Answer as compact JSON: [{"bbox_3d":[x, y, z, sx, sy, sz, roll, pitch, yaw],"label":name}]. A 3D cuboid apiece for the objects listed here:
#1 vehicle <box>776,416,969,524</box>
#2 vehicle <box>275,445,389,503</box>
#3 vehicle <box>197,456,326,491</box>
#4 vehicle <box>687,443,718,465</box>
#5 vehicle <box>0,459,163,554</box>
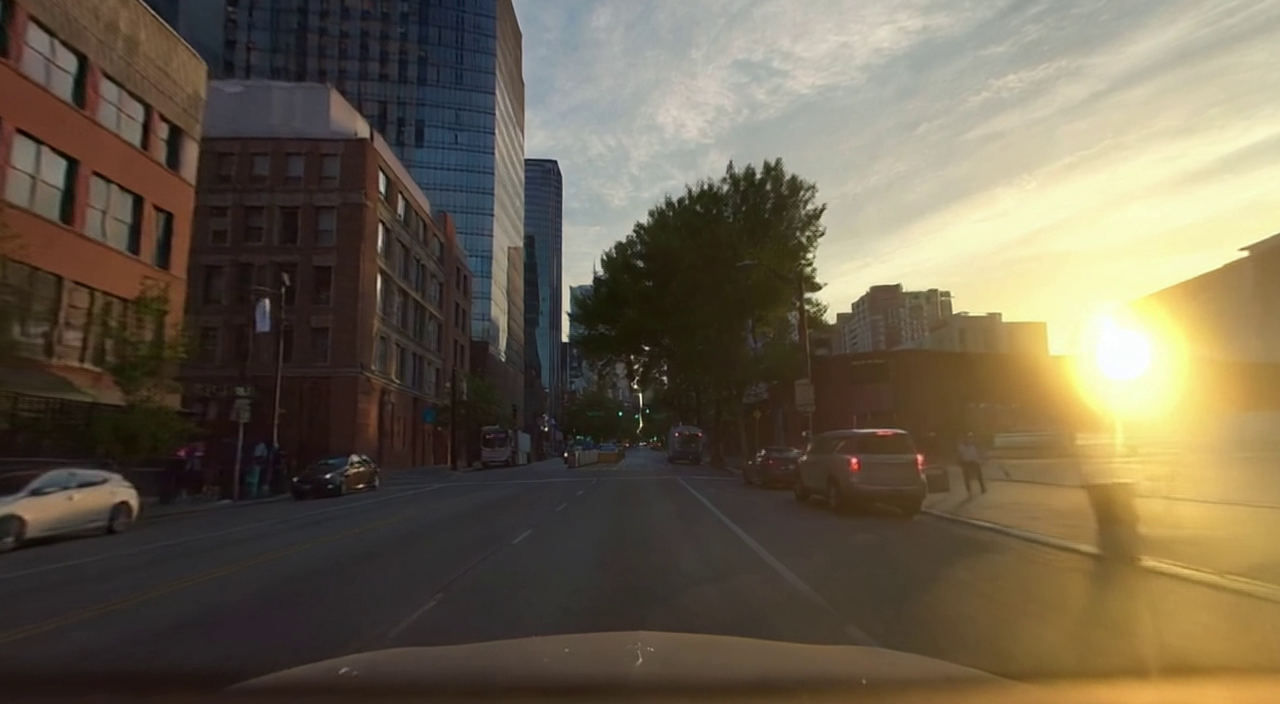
[{"bbox_3d":[4.736,2.499,14.025,2.237,1.908,5.320,0,-8,0],"label":"vehicle"},{"bbox_3d":[-11.148,4.425,23.277,2.039,1.770,4.445,-3,-9,-1],"label":"vehicle"},{"bbox_3d":[-17.276,5.554,29.011,4.575,1.462,2.015,0,-8,-4],"label":"vehicle"},{"bbox_3d":[4.574,7.507,46.670,1.891,1.535,4.068,0,-8,0],"label":"vehicle"},{"bbox_3d":[-11.291,2.765,11.435,2.007,1.511,4.280,-4,-10,0],"label":"vehicle"}]
